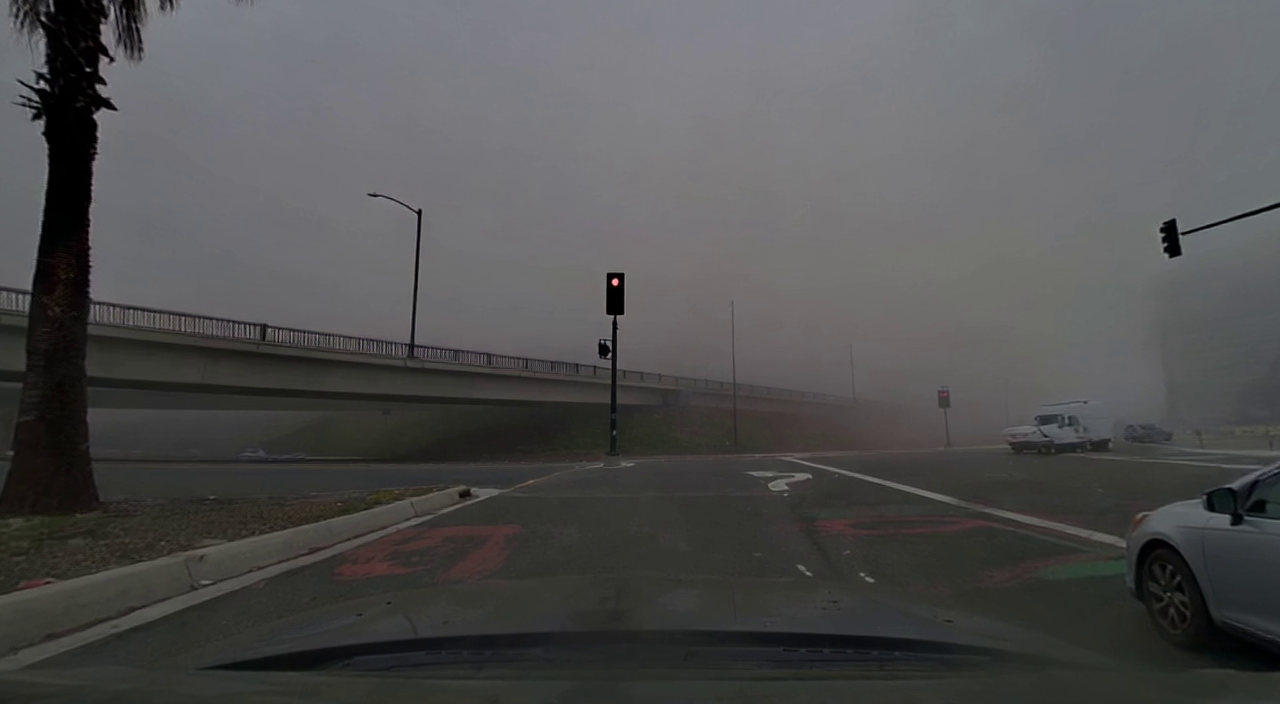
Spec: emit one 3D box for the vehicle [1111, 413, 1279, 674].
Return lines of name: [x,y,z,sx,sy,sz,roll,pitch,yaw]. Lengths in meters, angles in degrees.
vehicle: [4.517,0.972,2.758,1.959,1.485,4.628,-2,-9,9]
